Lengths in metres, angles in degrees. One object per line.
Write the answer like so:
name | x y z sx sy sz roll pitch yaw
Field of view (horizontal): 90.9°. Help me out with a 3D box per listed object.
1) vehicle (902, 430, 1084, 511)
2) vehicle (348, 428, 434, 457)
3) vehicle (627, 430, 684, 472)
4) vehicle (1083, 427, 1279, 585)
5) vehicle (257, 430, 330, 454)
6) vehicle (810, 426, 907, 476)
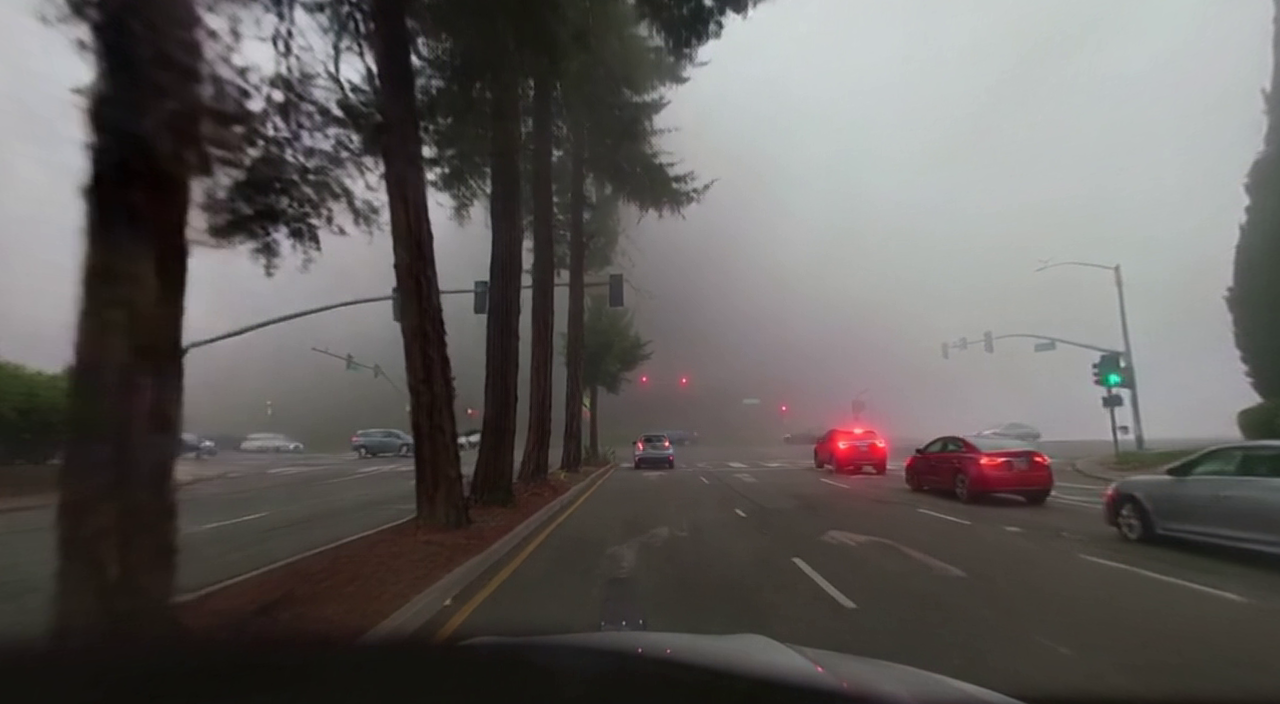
vehicle | 7.325 2.464 13.595 1.726 1.467 3.793 0 -8 0
vehicle | -16.210 5.922 41.206 4.786 1.803 1.967 -1 -8 3
vehicle | 0.558 3.872 24.818 2.041 1.485 3.813 0 -8 0
vehicle | 7.043 1.494 6.251 1.947 1.478 4.731 -1 -8 1
vehicle | -26.582 6.927 48.430 4.450 1.684 1.894 -1 -9 -2
vehicle | 7.598 3.499 22.385 1.901 1.577 4.348 0 -8 1
